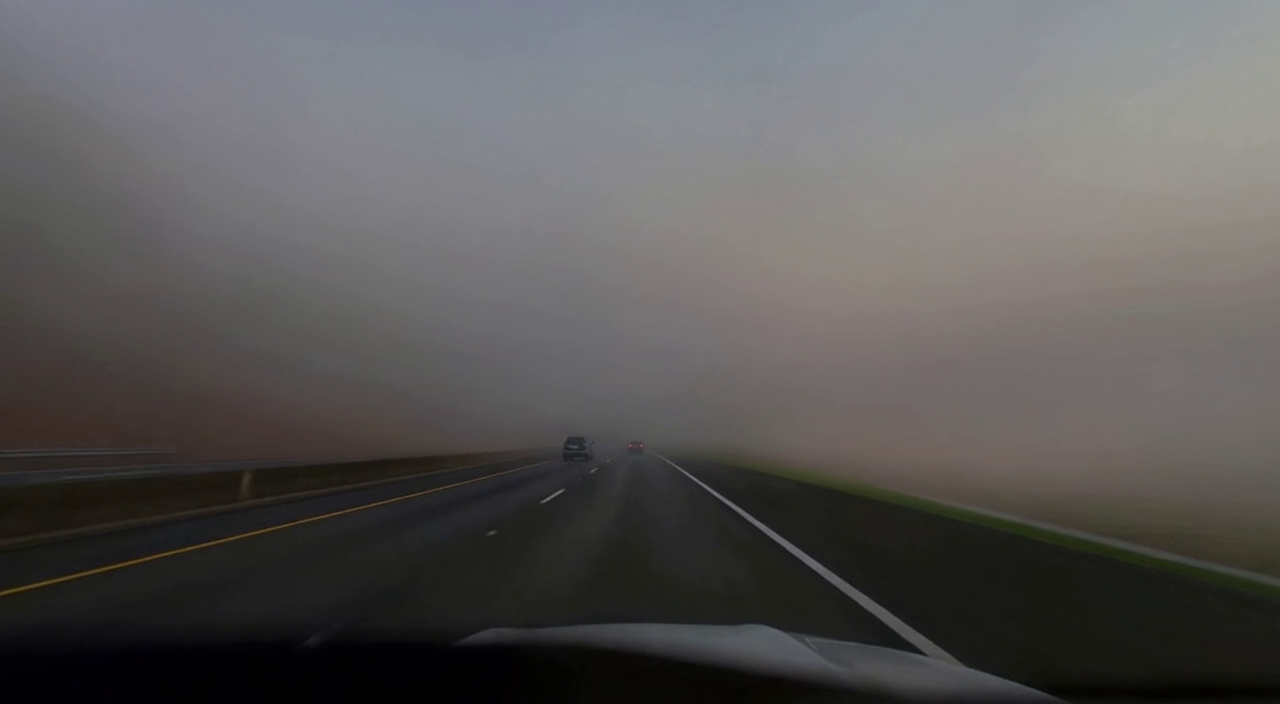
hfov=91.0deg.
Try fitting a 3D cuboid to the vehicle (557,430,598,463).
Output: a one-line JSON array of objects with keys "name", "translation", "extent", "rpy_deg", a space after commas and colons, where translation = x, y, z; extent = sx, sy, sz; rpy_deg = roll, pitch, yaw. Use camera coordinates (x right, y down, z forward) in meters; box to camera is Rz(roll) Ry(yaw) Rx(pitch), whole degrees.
[{"name": "vehicle", "translation": [-4.146, 6.343, 42.428], "extent": [2.241, 2.034, 4.890], "rpy_deg": [0, -8, 0]}]
